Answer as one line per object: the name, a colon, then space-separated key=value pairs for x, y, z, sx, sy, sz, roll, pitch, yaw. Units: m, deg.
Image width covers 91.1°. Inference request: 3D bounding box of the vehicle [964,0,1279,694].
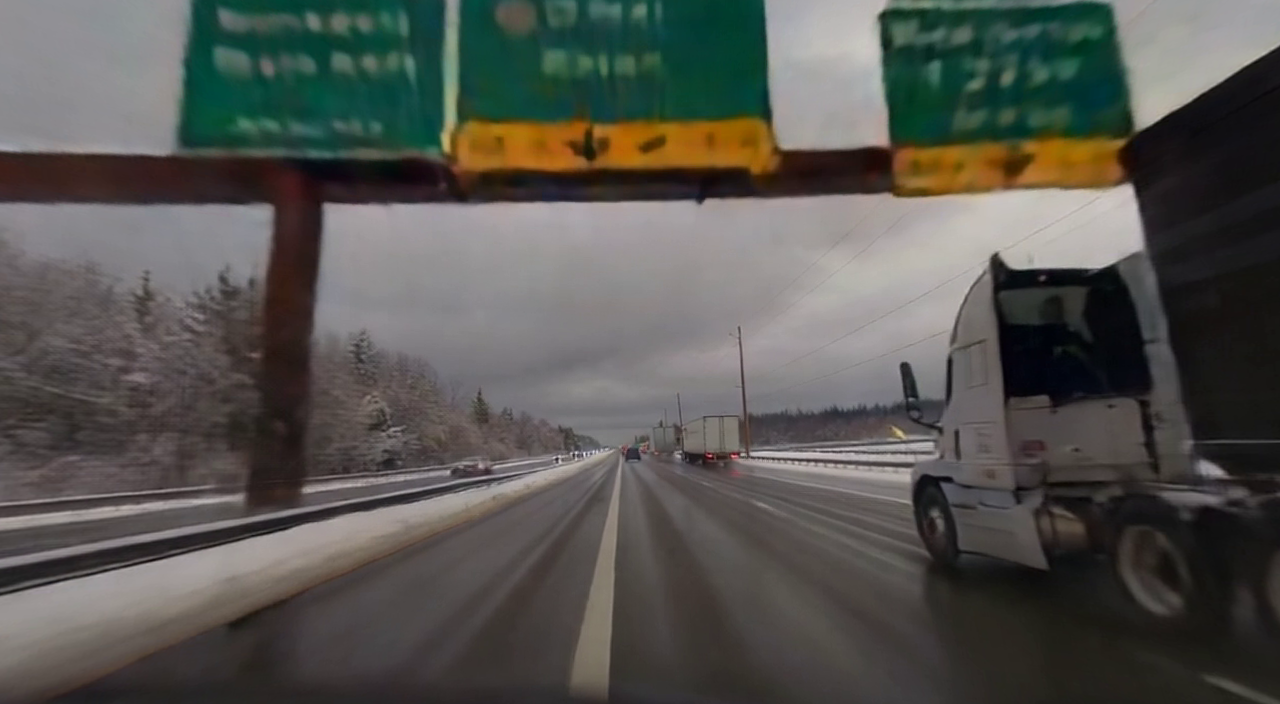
vehicle: x=5.111 y=-0.365 z=2.057 sx=2.869 sy=4.048 sz=8.895 roll=0 pitch=-9 yaw=-3
